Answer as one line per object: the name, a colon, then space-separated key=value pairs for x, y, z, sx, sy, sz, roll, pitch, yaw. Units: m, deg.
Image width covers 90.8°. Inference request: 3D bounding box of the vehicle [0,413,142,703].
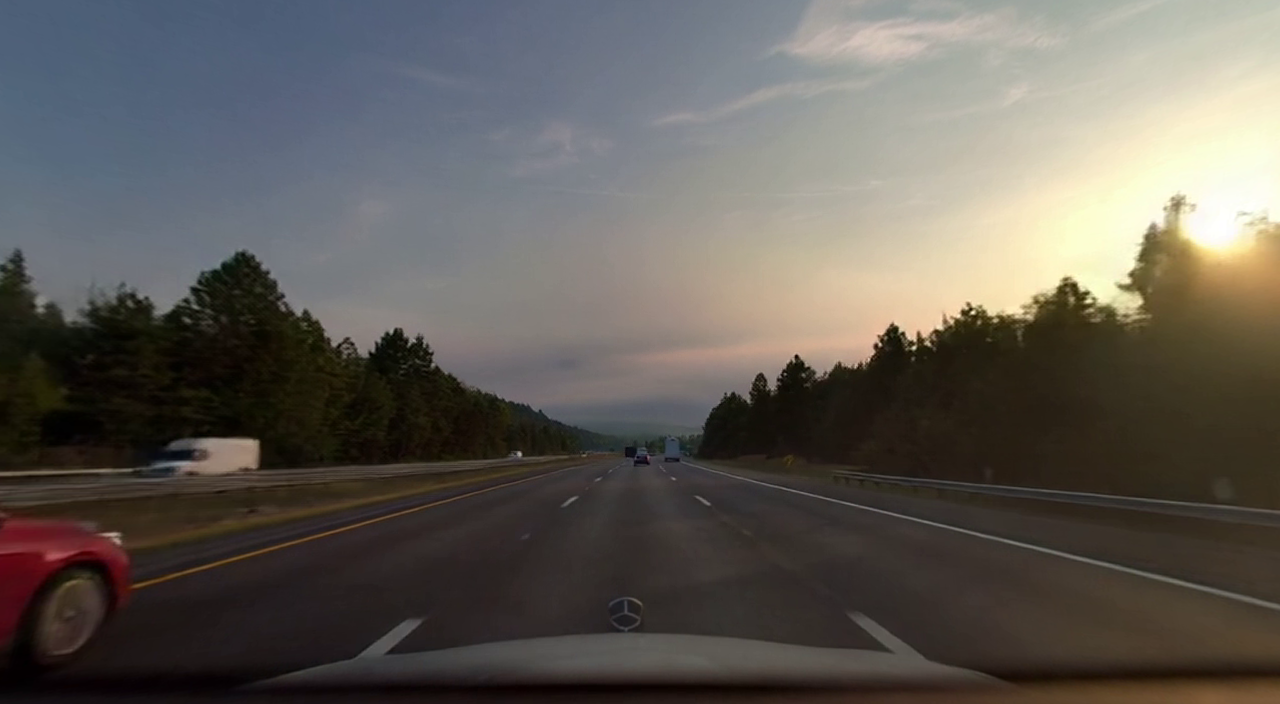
vehicle: x=-4.185 y=0.913 z=2.056 sx=1.927 sy=1.530 sz=3.874 roll=0 pitch=-9 yaw=0
